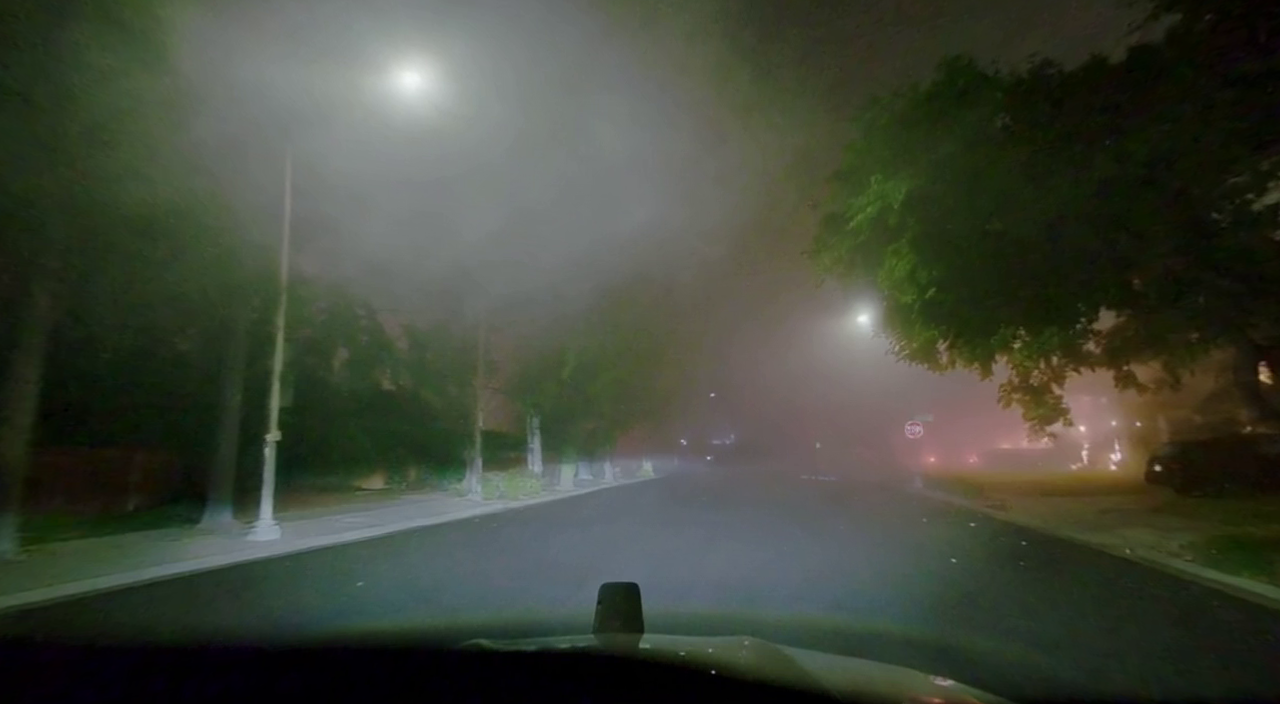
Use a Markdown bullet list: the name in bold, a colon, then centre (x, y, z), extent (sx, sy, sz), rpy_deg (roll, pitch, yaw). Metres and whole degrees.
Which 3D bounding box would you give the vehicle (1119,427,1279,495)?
- **vehicle**: centre (15.026, 2.671, 15.766), extent (4.589, 1.526, 2.133), rpy_deg (1, -9, -8)
